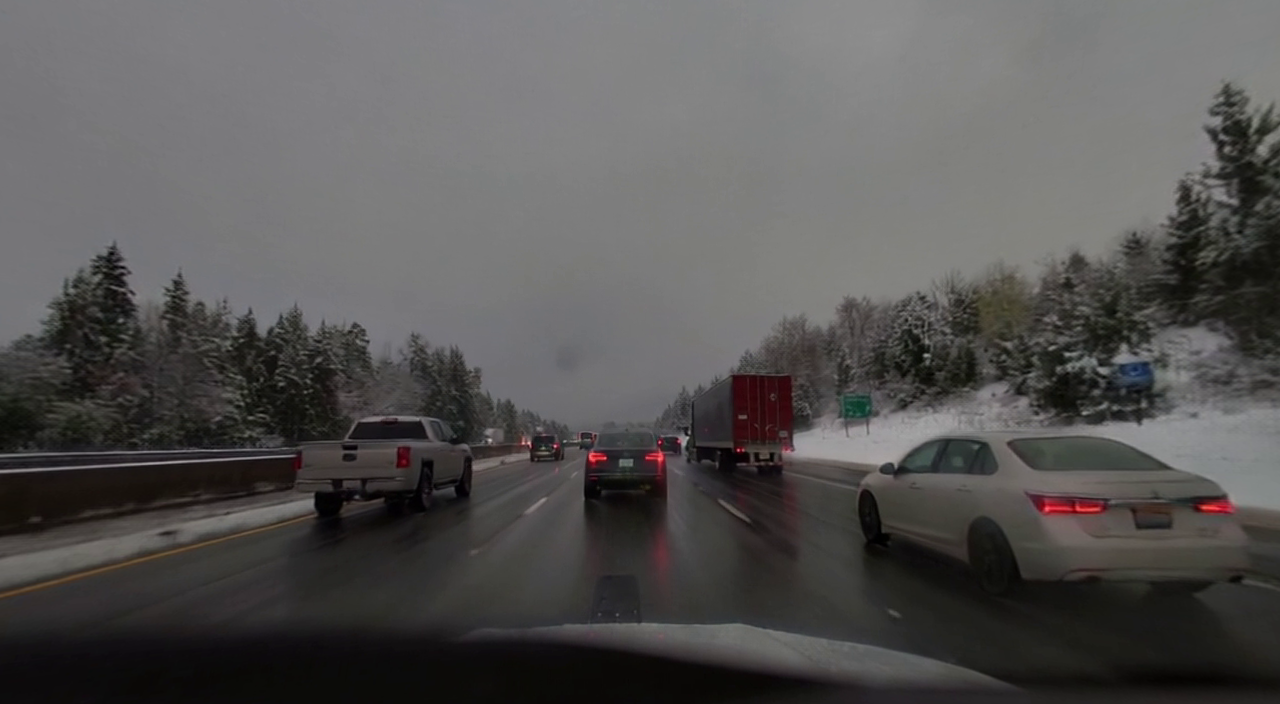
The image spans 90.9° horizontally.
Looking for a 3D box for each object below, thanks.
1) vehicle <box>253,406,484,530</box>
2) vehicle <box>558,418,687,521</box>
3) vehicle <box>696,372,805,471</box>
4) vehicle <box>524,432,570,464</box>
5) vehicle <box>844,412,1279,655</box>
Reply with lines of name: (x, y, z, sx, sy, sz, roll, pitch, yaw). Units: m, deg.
vehicle: (-4.466, 1.978, 11.412, 2.101, 1.767, 4.702, 0, -8, 0)
vehicle: (-0.326, 2.163, 12.159, 2.083, 1.647, 3.799, 0, -8, -1)
vehicle: (5.279, 3.869, 33.648, 2.888, 4.135, 14.071, 0, -8, -2)
vehicle: (-5.086, 5.304, 34.891, 1.971, 1.648, 3.983, 0, -8, -1)
vehicle: (3.598, 1.386, 5.926, 1.951, 1.477, 3.963, 0, -8, -1)
